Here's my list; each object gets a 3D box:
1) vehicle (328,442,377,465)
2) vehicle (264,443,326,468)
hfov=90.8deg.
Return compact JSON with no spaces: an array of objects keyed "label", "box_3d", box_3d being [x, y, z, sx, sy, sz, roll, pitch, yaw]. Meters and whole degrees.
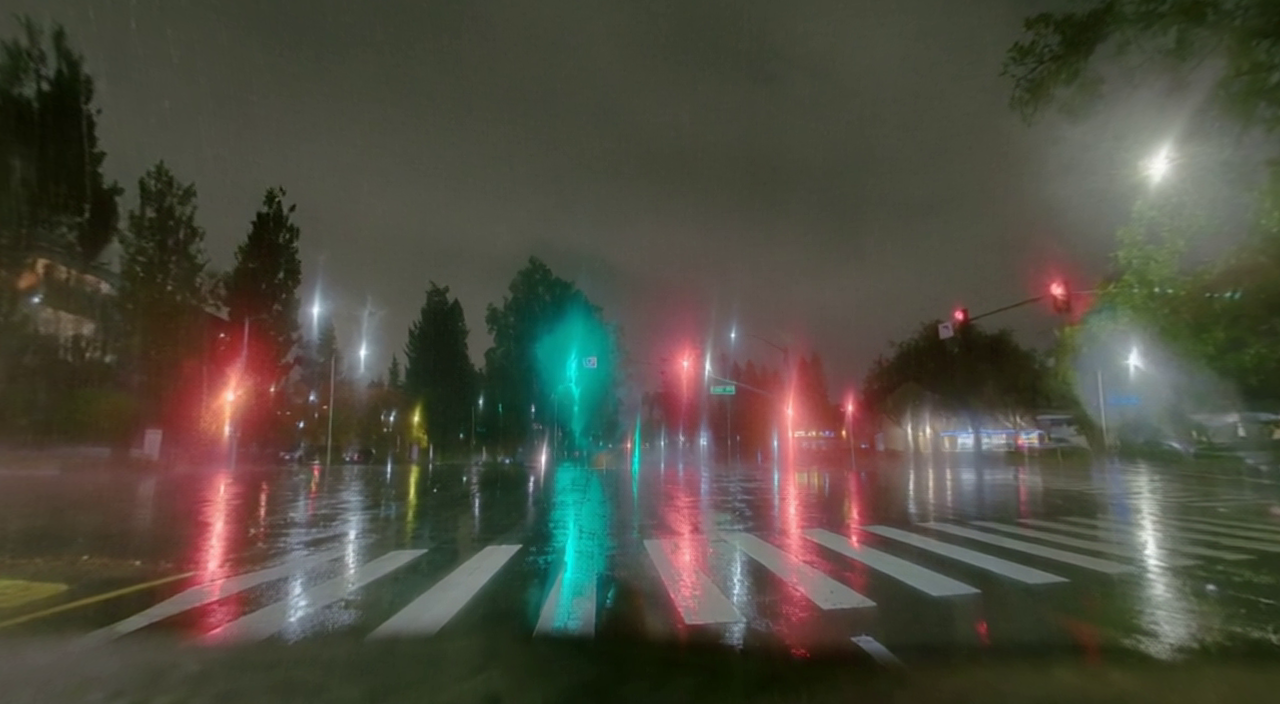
[{"label":"vehicle","box_3d":[-22.526,7.938,49.746,2.023,1.706,4.756,1,-9,-6]},{"label":"vehicle","box_3d":[-21.843,6.548,40.167,2.005,1.496,4.020,1,-9,-6]}]
